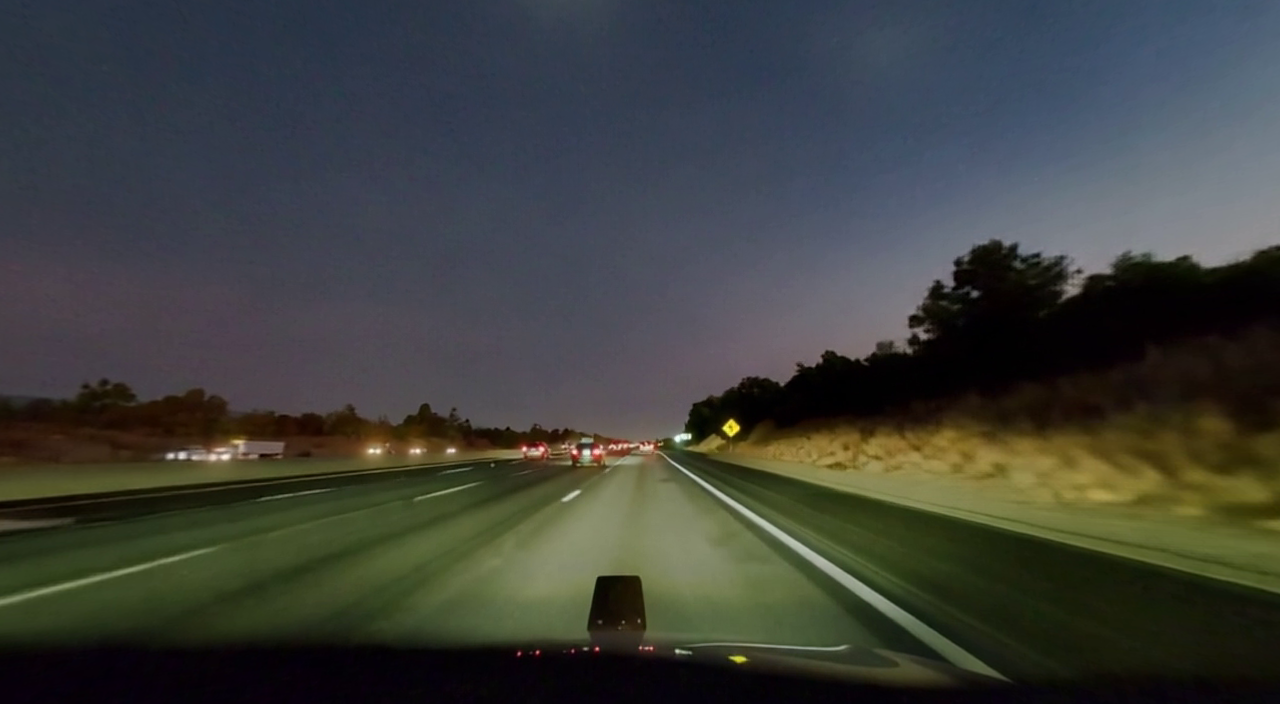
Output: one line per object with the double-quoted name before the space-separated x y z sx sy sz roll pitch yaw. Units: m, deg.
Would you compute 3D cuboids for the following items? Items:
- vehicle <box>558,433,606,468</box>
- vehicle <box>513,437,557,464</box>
"vehicle" -3.022 5.232 33.466 2.194 1.766 3.720 0 -8 0
"vehicle" -7.051 6.680 42.627 2.078 1.729 4.722 0 -8 1
